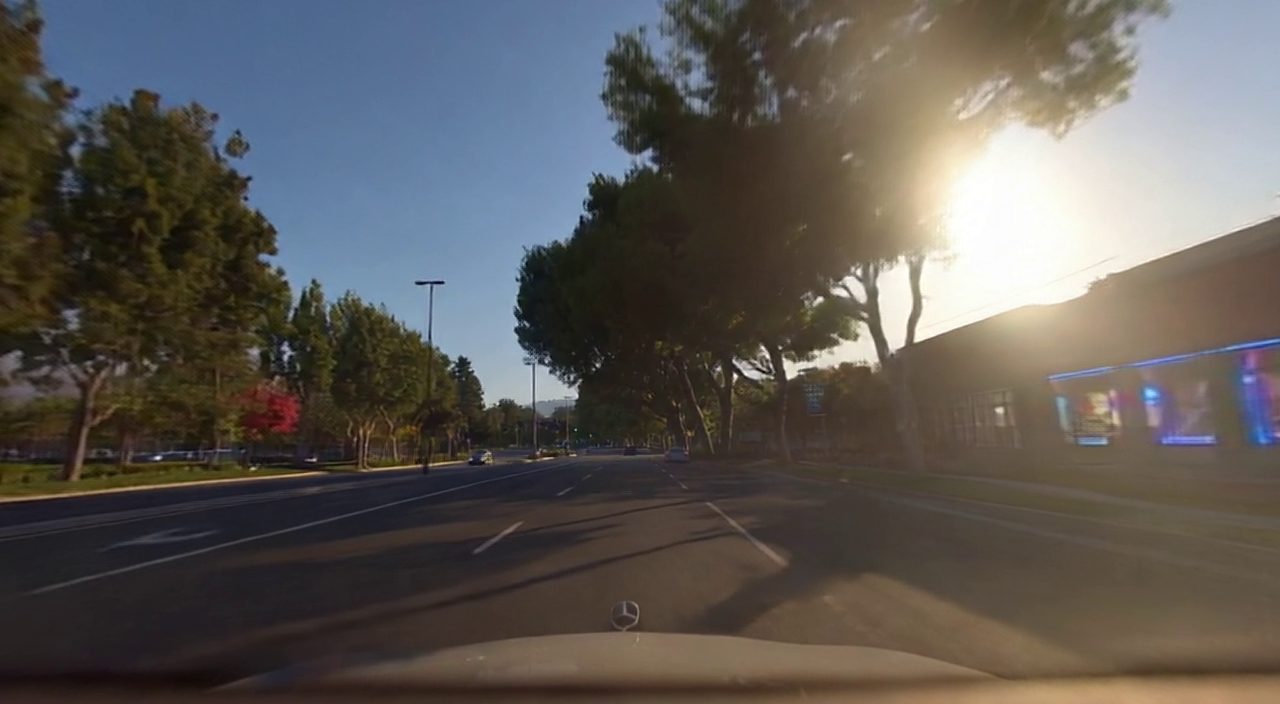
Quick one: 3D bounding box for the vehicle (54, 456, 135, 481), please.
[{"bbox_3d":[-32.843,7.014,37.945,3.282,1.336,1.542,-1,-9,-4],"label":"vehicle"}]
